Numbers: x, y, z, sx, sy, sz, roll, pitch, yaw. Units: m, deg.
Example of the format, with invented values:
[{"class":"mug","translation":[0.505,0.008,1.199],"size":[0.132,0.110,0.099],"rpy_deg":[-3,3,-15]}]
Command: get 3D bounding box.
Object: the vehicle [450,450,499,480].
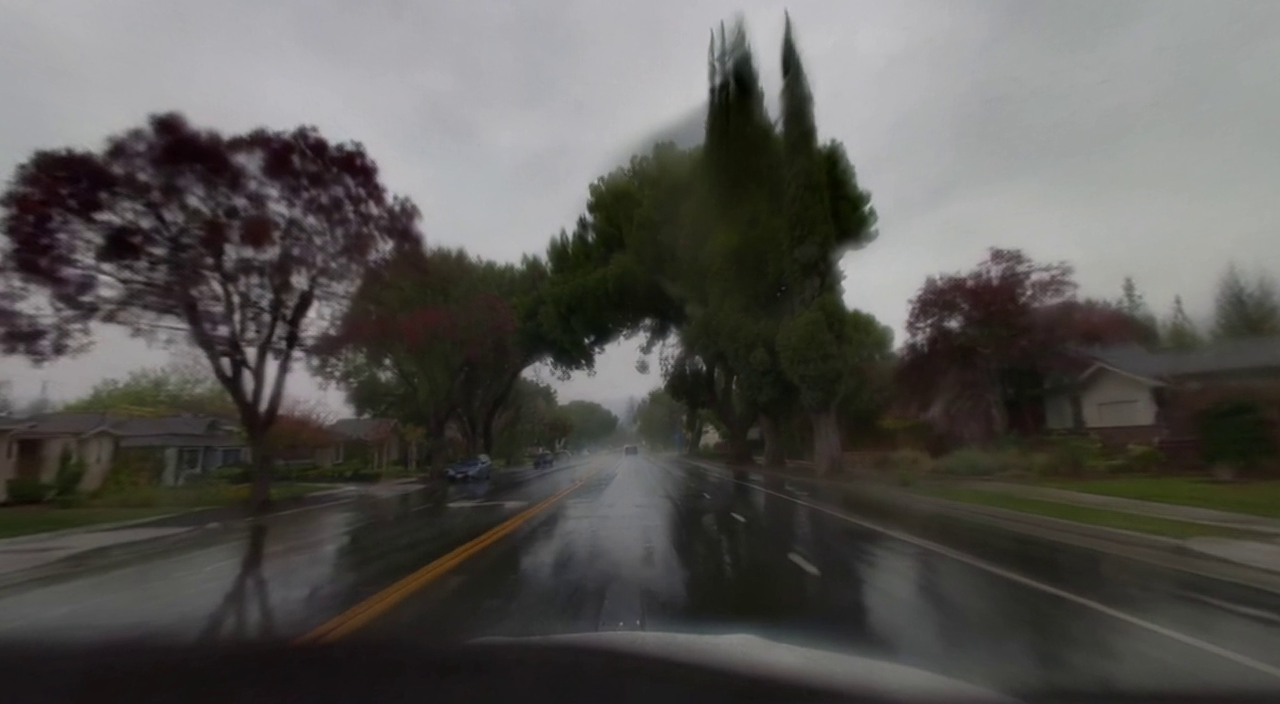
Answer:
[{"class":"vehicle","translation":[-10.743,7.331,41.265],"size":[1.989,1.610,4.337],"rpy_deg":[-5,-8,0]}]
